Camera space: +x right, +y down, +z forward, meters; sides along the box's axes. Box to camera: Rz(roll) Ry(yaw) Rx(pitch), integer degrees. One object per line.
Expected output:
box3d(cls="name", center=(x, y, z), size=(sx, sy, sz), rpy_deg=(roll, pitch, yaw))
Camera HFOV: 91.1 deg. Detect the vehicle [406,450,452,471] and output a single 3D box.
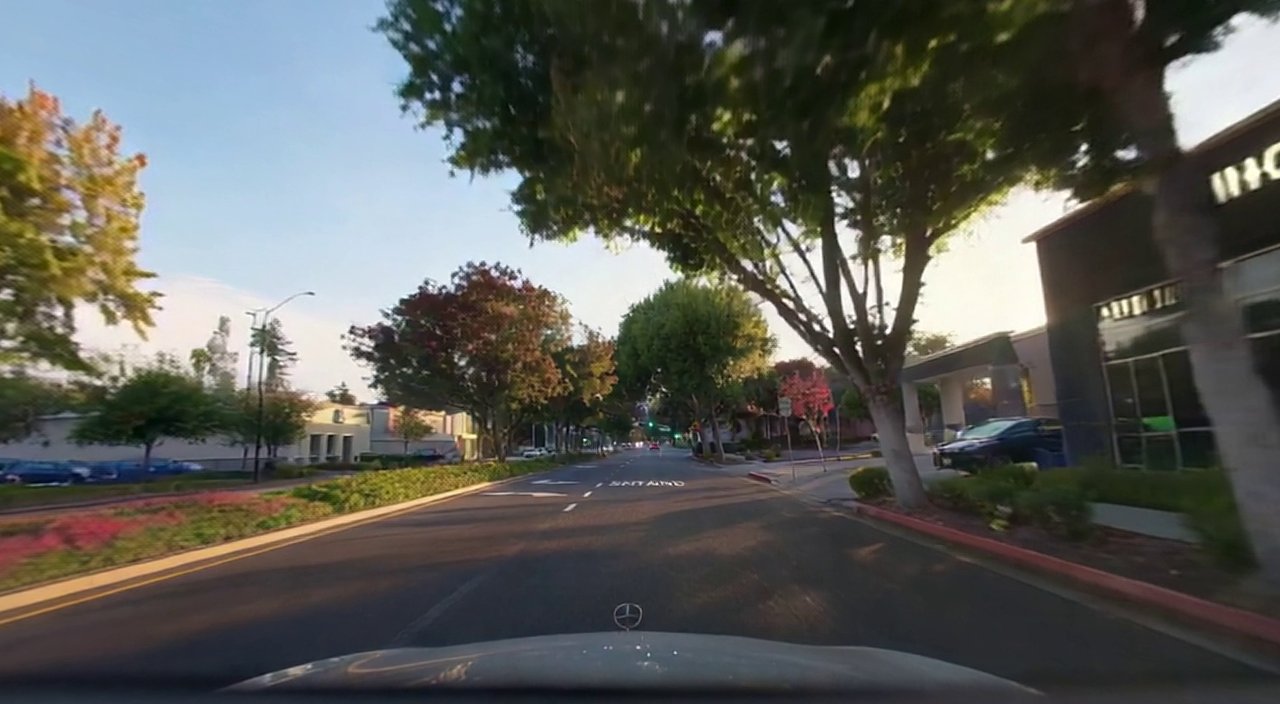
box3d(cls="vehicle", center=(-16.697, 8.601, 49.979), size=(1.861, 1.541, 4.530), rpy_deg=(-1, -9, 3))
